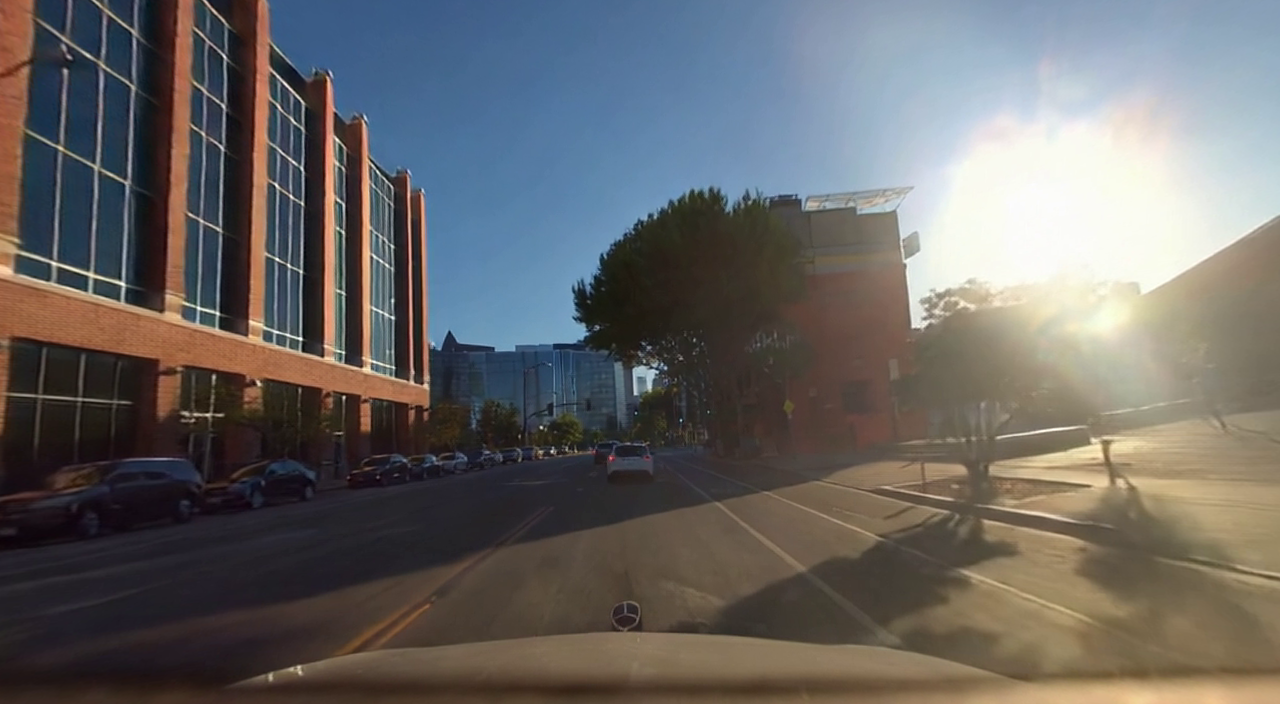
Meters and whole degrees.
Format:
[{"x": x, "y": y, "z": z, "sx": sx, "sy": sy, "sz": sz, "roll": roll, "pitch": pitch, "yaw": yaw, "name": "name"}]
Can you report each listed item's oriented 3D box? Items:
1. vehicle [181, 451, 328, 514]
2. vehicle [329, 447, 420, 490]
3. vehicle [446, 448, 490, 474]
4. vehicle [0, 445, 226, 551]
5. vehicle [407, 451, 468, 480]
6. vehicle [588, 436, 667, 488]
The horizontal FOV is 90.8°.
[{"x": -11.887, "y": 3.996, "z": 19.902, "sx": 1.881, "sy": 1.686, "sz": 4.451, "roll": 0, "pitch": -8, "yaw": -1, "name": "vehicle"}, {"x": -11.960, "y": 5.263, "z": 28.907, "sx": 2.077, "sy": 1.732, "sz": 4.704, "roll": -1, "pitch": -8, "yaw": 0, "name": "vehicle"}, {"x": -12.089, "y": 7.653, "z": 44.672, "sx": 1.976, "sy": 1.577, "sz": 4.091, "roll": -4, "pitch": -8, "yaw": -1, "name": "vehicle"}, {"x": -11.968, "y": 3.112, "z": 14.308, "sx": 2.114, "sy": 1.938, "sz": 4.590, "roll": -1, "pitch": -8, "yaw": -2, "name": "vehicle"}, {"x": -11.766, "y": 6.578, "z": 37.063, "sx": 1.991, "sy": 1.507, "sz": 4.879, "roll": 0, "pitch": -8, "yaw": 0, "name": "vehicle"}, {"x": -0.370, "y": 3.482, "z": 20.389, "sx": 2.269, "sy": 1.479, "sz": 3.980, "roll": 0, "pitch": -8, "yaw": 0, "name": "vehicle"}]
